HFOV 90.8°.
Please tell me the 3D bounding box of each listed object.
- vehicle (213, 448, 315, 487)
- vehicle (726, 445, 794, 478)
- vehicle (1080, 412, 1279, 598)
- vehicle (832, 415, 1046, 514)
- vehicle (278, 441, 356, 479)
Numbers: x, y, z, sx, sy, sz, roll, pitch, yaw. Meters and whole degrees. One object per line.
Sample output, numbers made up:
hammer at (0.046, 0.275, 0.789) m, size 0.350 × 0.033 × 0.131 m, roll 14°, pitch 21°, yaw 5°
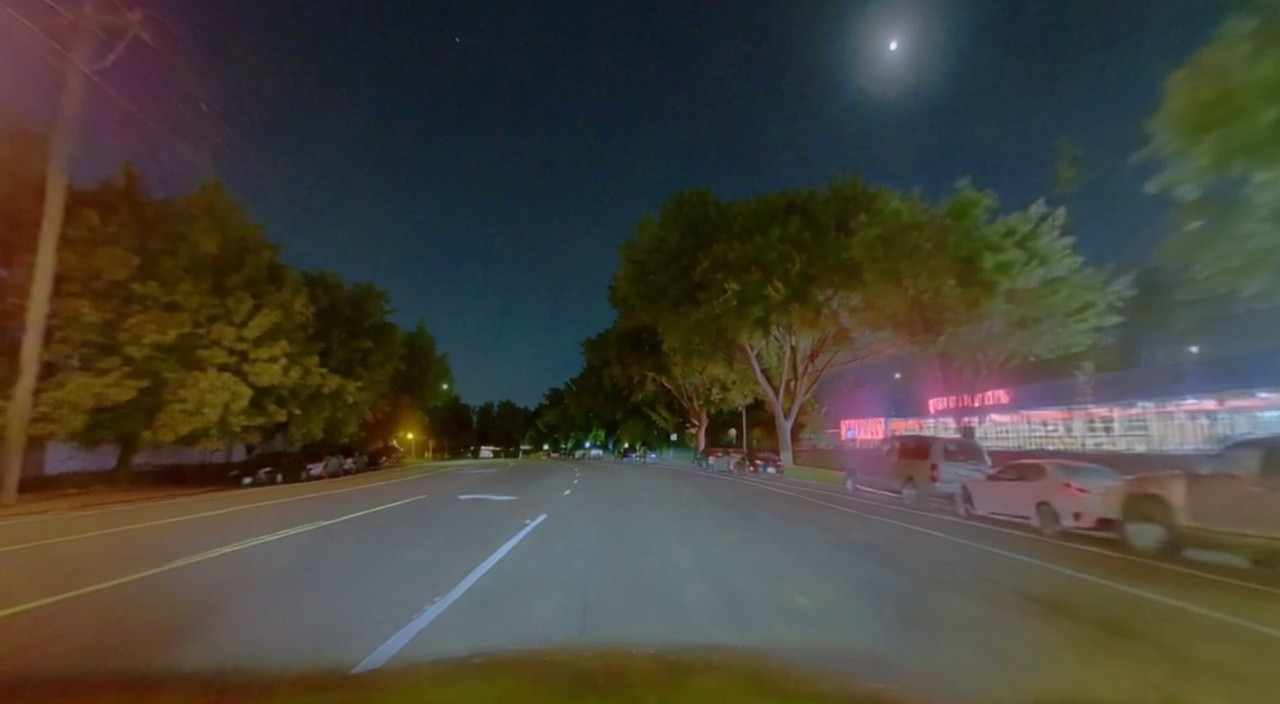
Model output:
vehicle at (-15.610, 4.768, 26.549) m, size 2.027 × 1.470 × 4.550 m, roll 1°, pitch -9°, yaw -9°
vehicle at (5.946, 5.488, 31.882) m, size 1.872 × 1.515 × 4.799 m, roll 1°, pitch -9°, yaw -8°
vehicle at (7.523, 1.519, 6.314) m, size 2.425 × 1.818 × 5.028 m, roll 0°, pitch -9°, yaw -3°
vehicle at (7.391, 2.874, 16.713) m, size 2.543 × 2.114 × 5.984 m, roll 0°, pitch -9°, yaw -2°
vehicle at (-16.038, 5.372, 31.652) m, size 1.927 × 1.748 × 4.474 m, roll 1°, pitch -9°, yaw -7°
